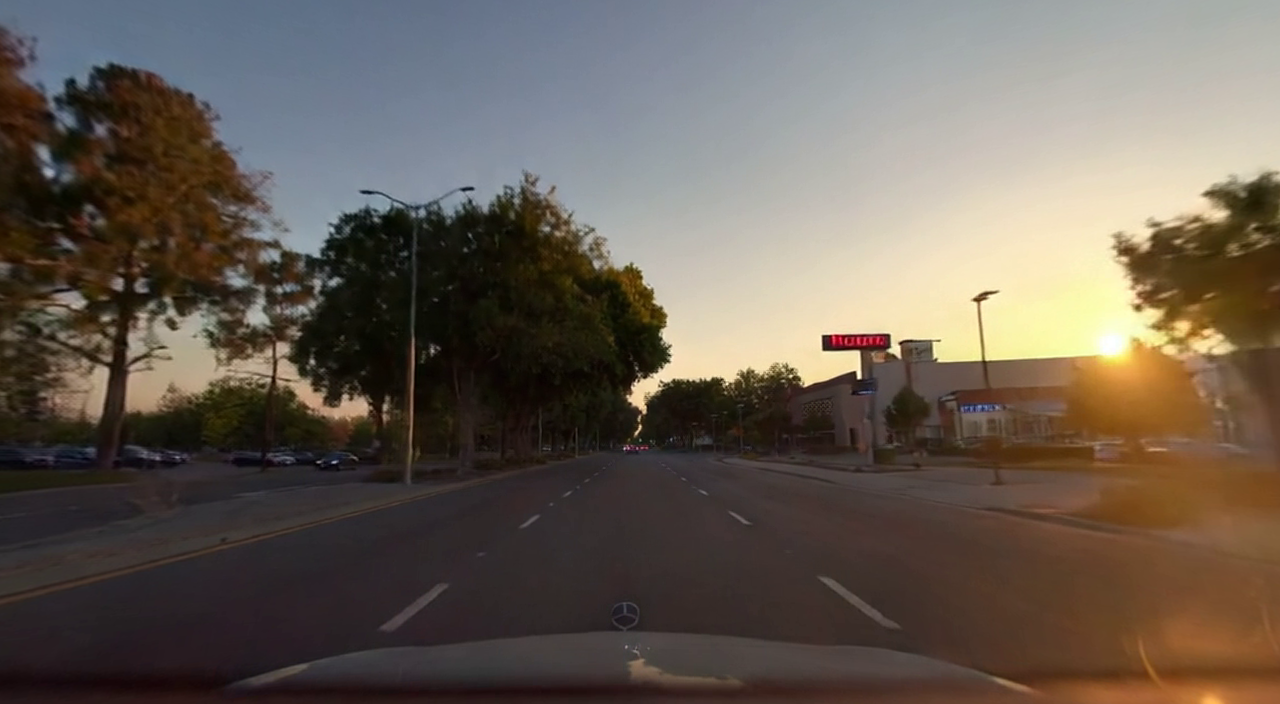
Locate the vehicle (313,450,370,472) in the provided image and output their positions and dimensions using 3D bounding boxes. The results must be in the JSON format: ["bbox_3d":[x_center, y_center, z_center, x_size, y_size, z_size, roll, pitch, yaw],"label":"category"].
[{"bbox_3d":[-22.678,8.268,48.162,1.864,1.510,4.664,0,-9,2],"label":"vehicle"}]
